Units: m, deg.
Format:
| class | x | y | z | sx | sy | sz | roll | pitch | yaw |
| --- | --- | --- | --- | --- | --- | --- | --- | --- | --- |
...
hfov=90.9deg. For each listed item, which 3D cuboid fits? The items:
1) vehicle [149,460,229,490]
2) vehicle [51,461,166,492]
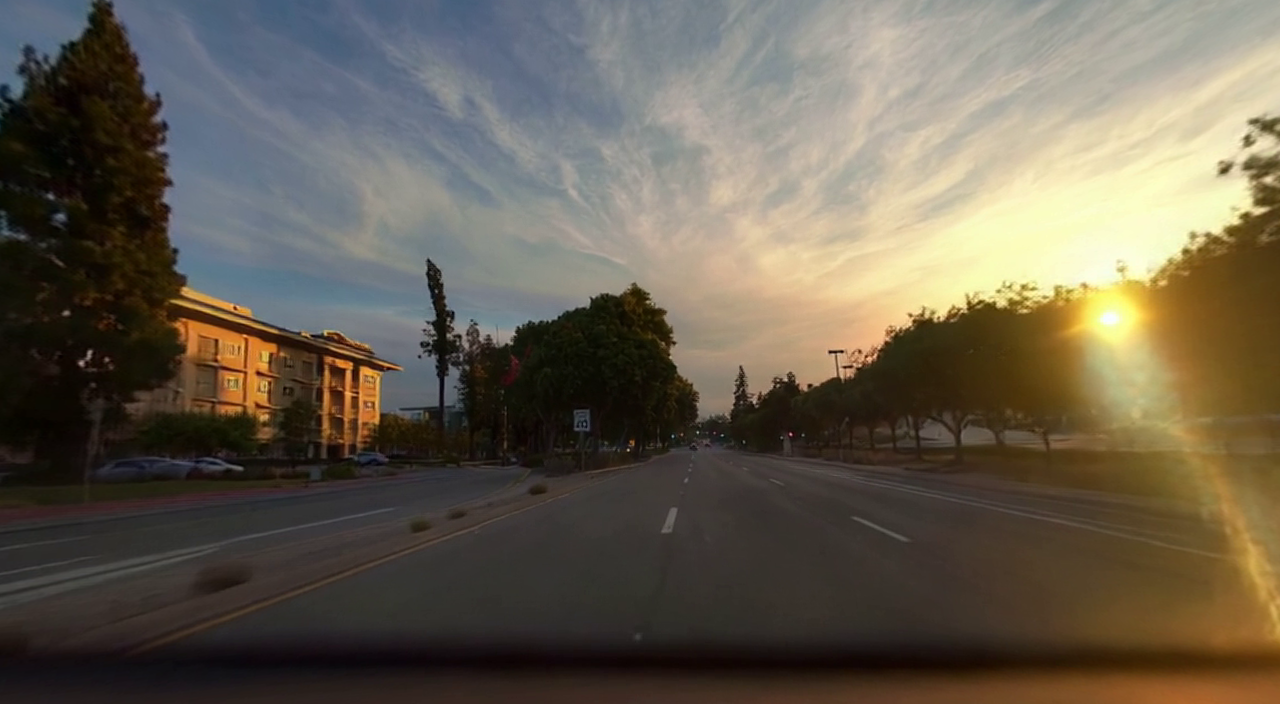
| class | x | y | z | sx | sy | sz | roll | pitch | yaw |
| --- | --- | --- | --- | --- | --- | --- | --- | --- | --- |
| vehicle | -26.641 | 7.260 | 37.276 | 3.587 | 1.424 | 1.633 | -4 | -8 | 4 |
| vehicle | -27.098 | 6.343 | 32.214 | 4.380 | 1.461 | 1.754 | -1 | -8 | 4 |
